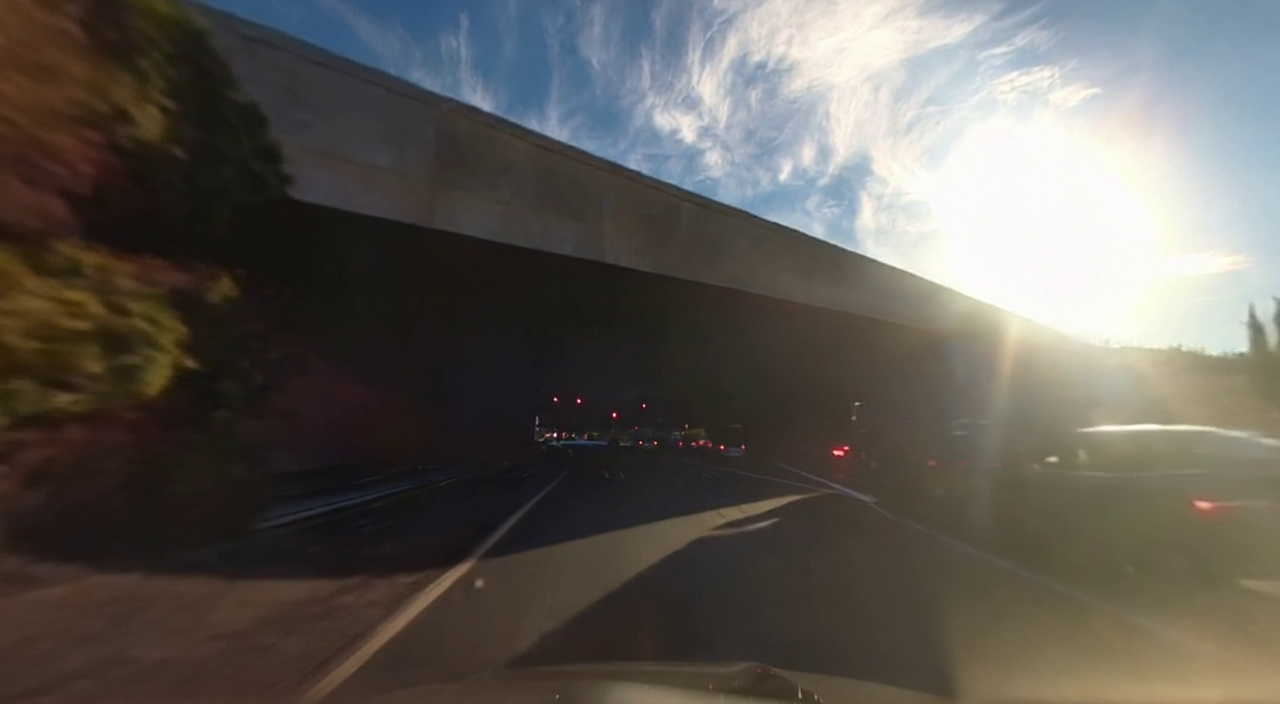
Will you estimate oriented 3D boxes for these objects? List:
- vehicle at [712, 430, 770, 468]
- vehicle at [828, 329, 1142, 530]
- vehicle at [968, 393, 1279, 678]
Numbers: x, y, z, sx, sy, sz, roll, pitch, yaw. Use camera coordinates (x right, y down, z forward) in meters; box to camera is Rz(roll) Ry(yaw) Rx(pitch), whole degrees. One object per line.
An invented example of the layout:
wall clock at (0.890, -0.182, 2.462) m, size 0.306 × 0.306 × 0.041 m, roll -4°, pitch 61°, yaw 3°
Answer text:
vehicle at (4.970, 4.847, 31.501) m, size 1.917 × 1.748 × 4.003 m, roll 0°, pitch -8°, yaw -5°
vehicle at (6.336, 1.719, 13.530) m, size 2.625 × 2.975 × 8.237 m, roll -1°, pitch -8°, yaw 5°
vehicle at (4.917, 1.348, 5.712) m, size 1.926 × 1.650 × 4.315 m, roll -1°, pitch -8°, yaw 7°
